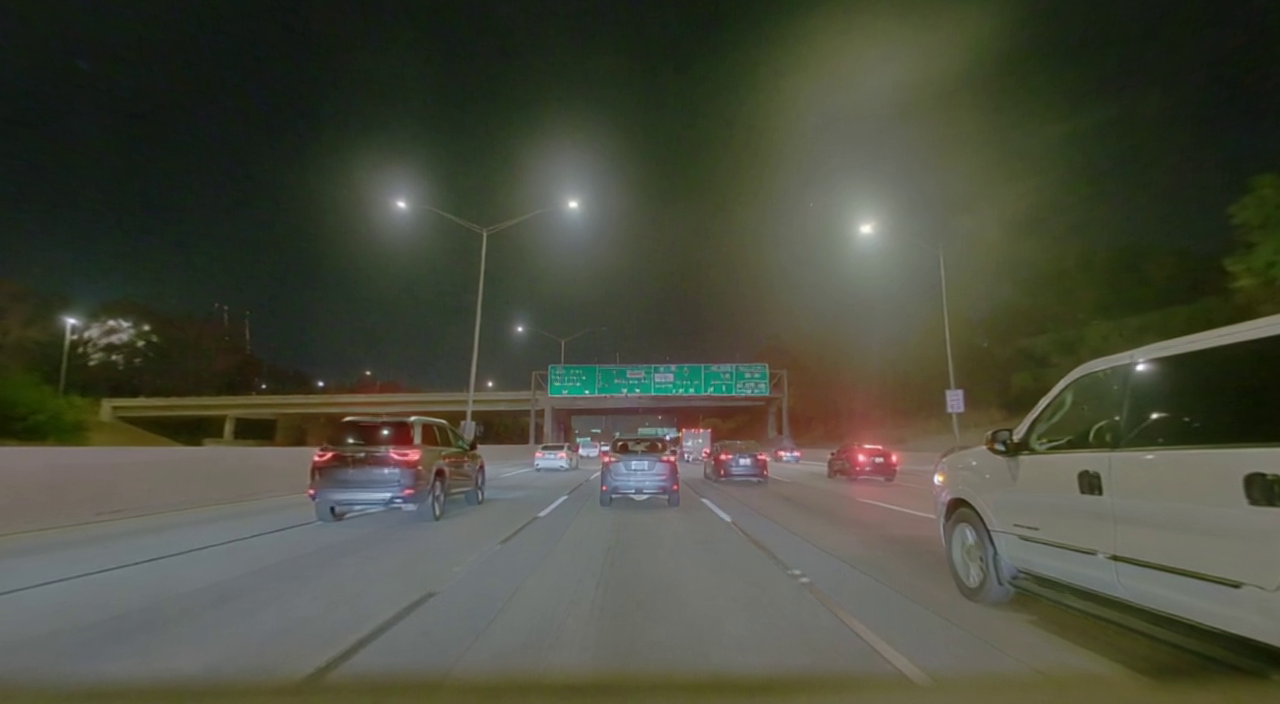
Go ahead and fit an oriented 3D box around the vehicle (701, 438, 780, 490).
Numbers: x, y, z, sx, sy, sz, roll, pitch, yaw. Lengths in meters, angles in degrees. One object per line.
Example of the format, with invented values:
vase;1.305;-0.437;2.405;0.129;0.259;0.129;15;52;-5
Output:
vehicle;3.485;3.999;22.793;2.022;1.633;4.651;1;-9;-1

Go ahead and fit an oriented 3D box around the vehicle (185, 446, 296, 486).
vehicle;-18.412;5.241;29.335;2.022;1.659;4.620;0;-9;1

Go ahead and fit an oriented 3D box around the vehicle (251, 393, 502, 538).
vehicle;-4.563;2.131;12.389;2.212;2.101;6.052;0;-9;1

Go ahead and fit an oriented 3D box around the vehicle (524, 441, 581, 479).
vehicle;-4.106;5.149;30.295;1.982;1.655;4.604;0;-9;1

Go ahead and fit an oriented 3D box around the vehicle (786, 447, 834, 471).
vehicle;11.660;7.363;43.507;1.797;1.557;4.653;1;-9;-3

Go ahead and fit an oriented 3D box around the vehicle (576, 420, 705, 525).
vehicle;0.025;2.380;12.874;2.181;1.756;4.167;0;-9;0

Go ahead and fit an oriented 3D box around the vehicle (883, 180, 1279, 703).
vehicle;3.474;0.671;3.285;2.300;2.242;5.327;0;-9;0

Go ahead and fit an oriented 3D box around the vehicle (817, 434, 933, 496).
vehicle;7.583;3.689;20.926;2.054;1.769;4.693;0;-9;0
